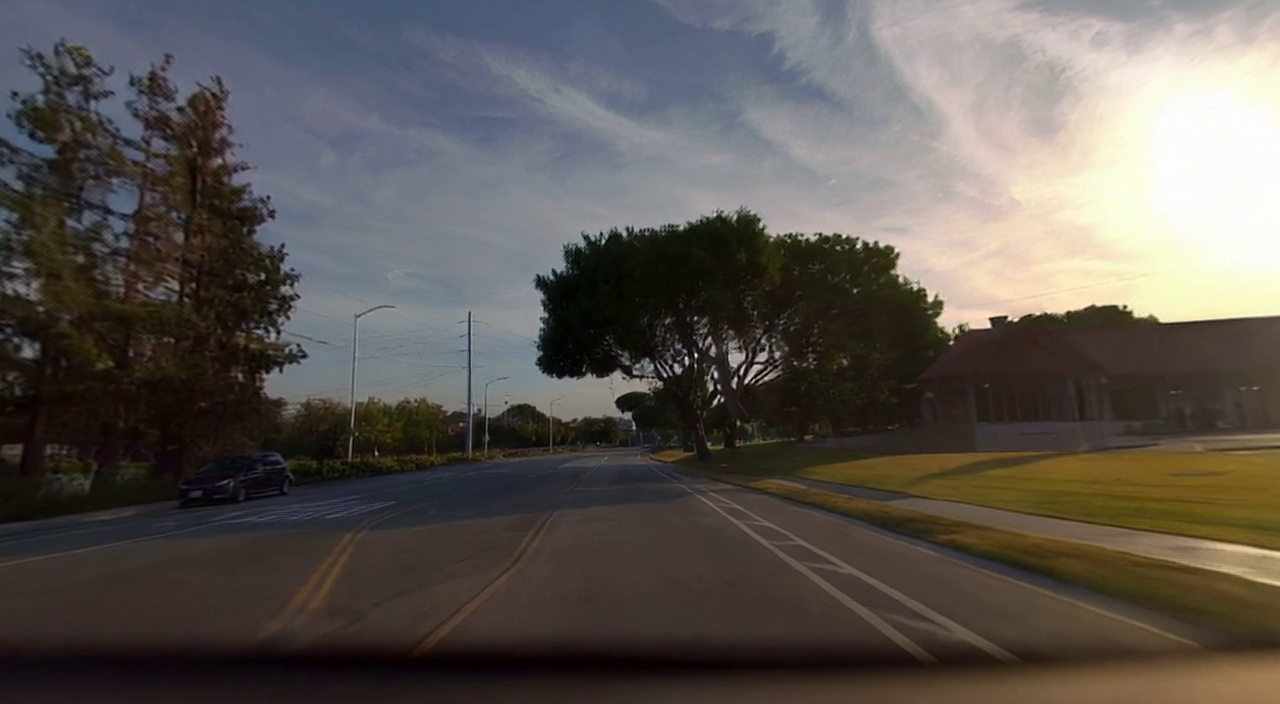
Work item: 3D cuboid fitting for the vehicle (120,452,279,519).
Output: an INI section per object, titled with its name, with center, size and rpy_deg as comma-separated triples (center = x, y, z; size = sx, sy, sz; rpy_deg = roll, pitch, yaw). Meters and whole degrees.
[vehicle]
center = -13.076, 3.944, 19.093
size = 1.952, 1.632, 4.200
rpy_deg = -5, -9, -2
